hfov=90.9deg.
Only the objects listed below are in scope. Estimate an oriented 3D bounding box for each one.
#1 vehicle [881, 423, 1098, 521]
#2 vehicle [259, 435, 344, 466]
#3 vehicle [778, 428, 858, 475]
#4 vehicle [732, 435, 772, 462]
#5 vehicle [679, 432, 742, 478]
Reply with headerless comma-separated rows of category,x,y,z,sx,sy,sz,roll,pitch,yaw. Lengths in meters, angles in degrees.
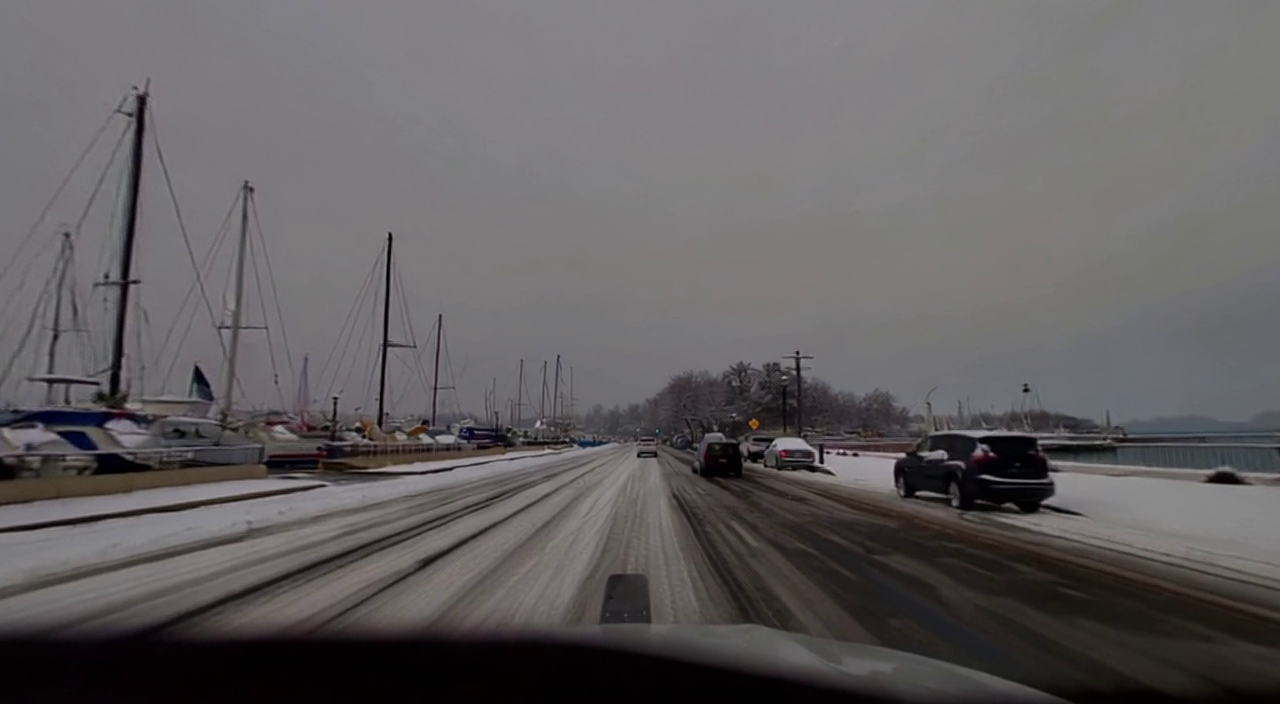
vehicle,7.253,2.527,13.850,2.029,1.750,4.825,0,-8,1
vehicle,-17.953,5.254,33.724,1.840,1.522,4.695,-1,-8,2
vehicle,7.992,4.517,28.836,2.056,1.896,5.062,0,-8,-1
vehicle,8.027,6.986,45.702,1.969,1.852,4.513,0,-8,-1
vehicle,2.690,4.055,25.032,2.047,1.640,4.051,0,-8,0
